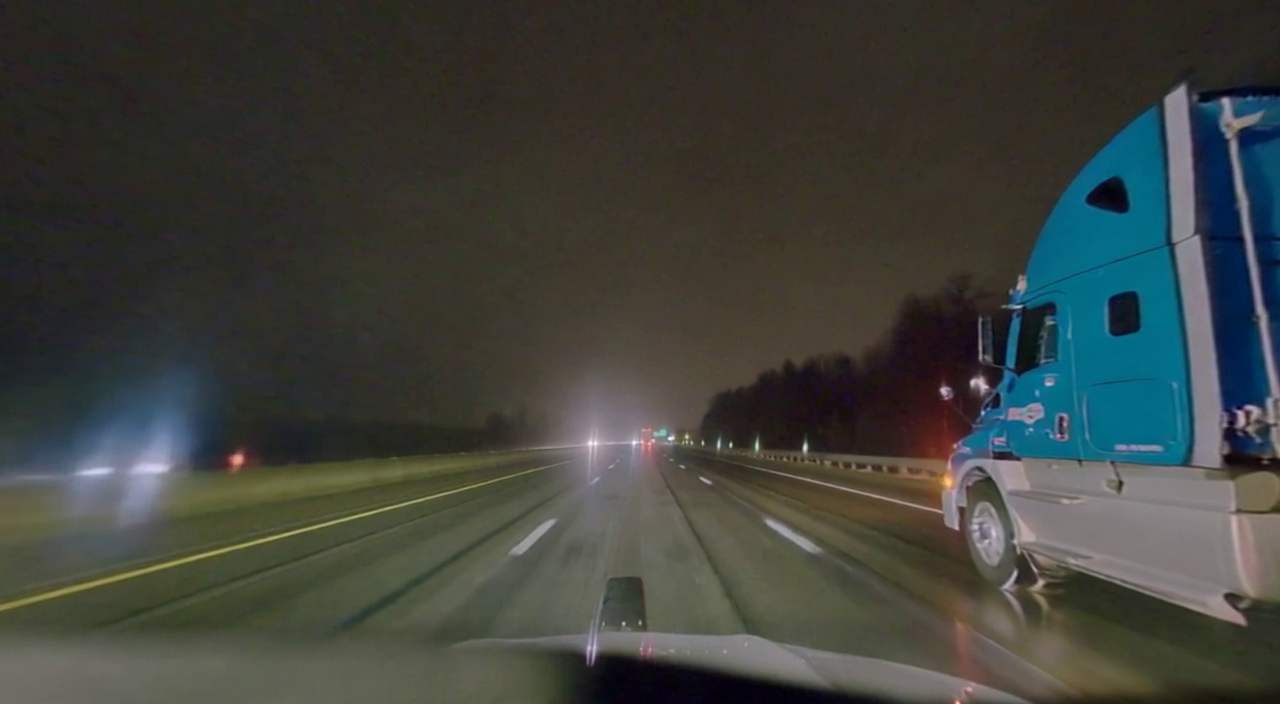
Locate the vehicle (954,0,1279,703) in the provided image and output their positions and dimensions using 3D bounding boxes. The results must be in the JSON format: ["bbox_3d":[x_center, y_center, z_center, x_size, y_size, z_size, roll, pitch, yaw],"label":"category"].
[{"bbox_3d":[4.095,-0.553,0.477,3.012,3.768,8.945,0,-8,0],"label":"vehicle"}]

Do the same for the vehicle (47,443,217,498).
[{"bbox_3d":[-17.083,3.967,21.581,2.023,1.681,4.449,0,-8,1],"label":"vehicle"}]
